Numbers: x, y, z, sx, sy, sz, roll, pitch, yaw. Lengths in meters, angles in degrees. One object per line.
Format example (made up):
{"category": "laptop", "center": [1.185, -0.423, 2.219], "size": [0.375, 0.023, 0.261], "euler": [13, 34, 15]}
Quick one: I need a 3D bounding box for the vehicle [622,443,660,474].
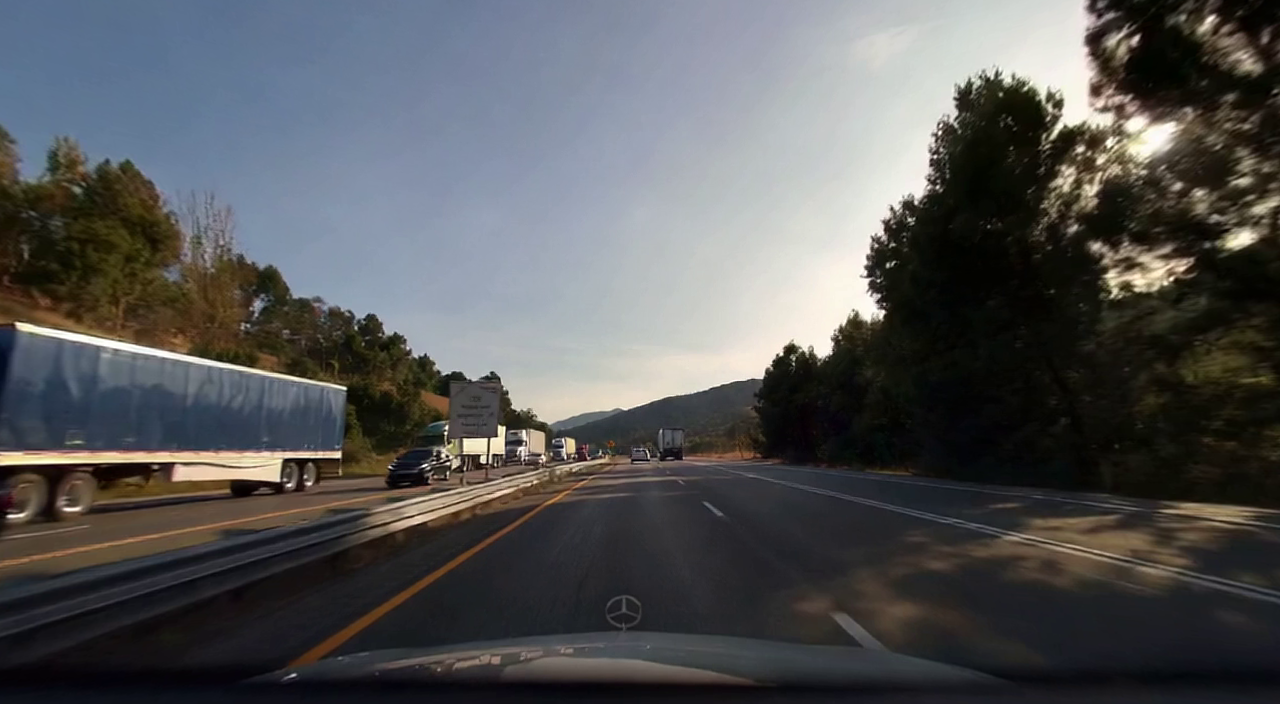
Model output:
{"category": "vehicle", "center": [0.036, 6.252, 37.134], "size": [2.137, 1.689, 4.051], "euler": [0, -9, -1]}

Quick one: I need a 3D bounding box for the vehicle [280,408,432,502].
{"category": "vehicle", "center": [-8.760, 3.266, 20.250], "size": [2.206, 2.572, 5.674], "euler": [0, -9, -1]}

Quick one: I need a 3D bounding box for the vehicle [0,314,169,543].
{"category": "vehicle", "center": [-12.908, 1.445, 11.691], "size": [3.161, 4.011, 6.480], "euler": [0, -9, -1]}
